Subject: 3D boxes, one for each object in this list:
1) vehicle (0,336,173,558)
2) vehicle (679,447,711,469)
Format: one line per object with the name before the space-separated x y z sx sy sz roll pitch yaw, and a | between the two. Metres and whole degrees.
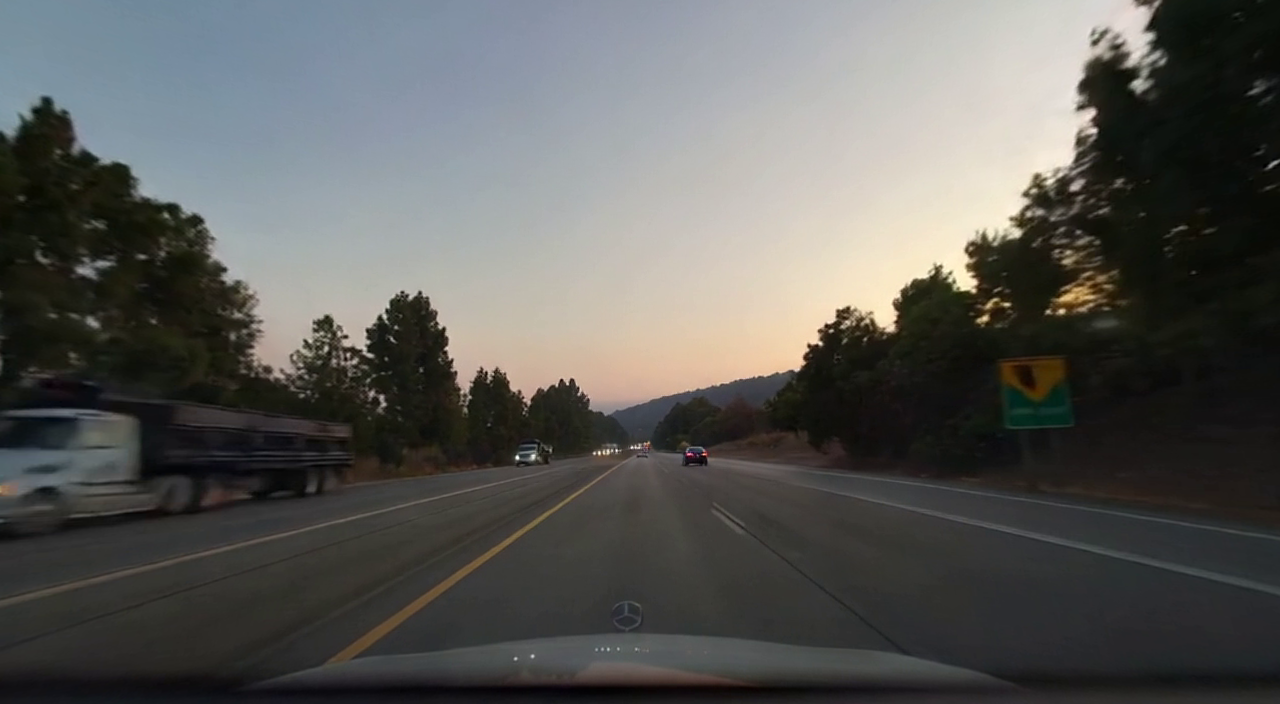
vehicle | -13.227 1.921 12.681 2.930 4.035 5.919 0 -9 -1
vehicle | 4.172 8.135 48.655 2.013 1.584 3.995 0 -9 -1
